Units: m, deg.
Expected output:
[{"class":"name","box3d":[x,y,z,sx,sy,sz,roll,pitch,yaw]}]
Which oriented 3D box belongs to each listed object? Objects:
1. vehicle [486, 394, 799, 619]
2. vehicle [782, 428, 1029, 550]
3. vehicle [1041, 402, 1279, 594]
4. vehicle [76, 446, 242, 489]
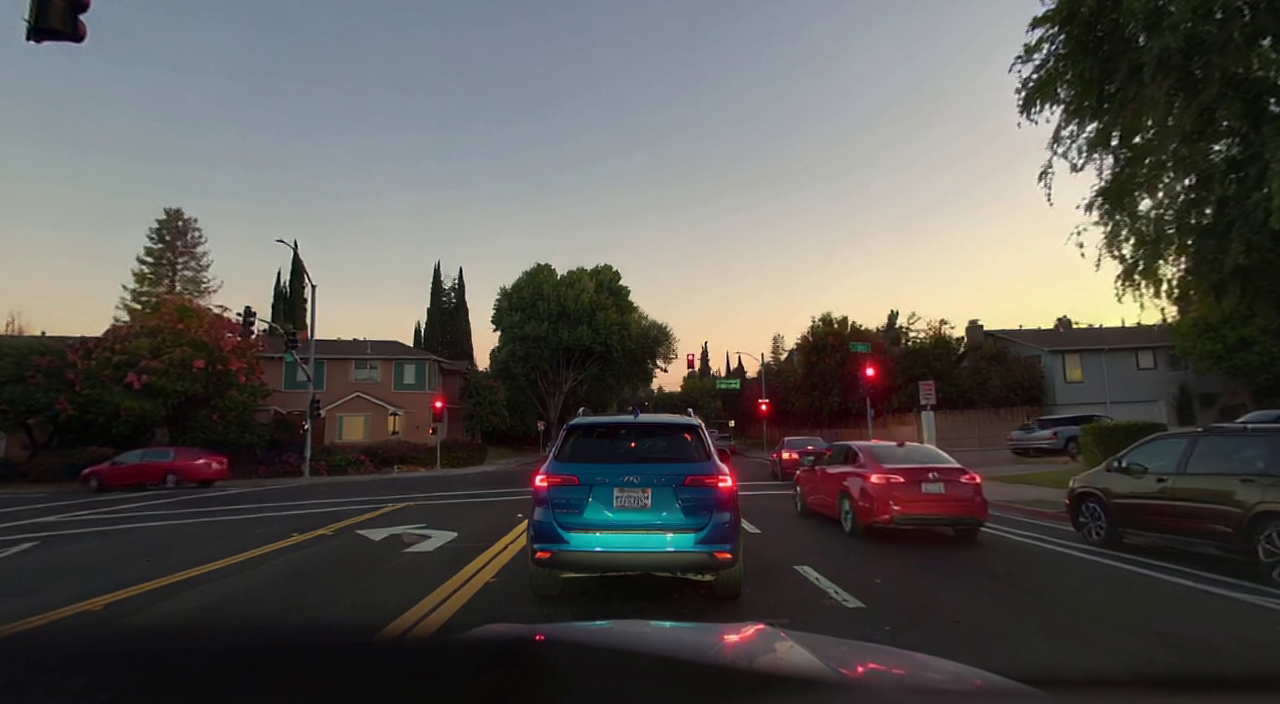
[{"class":"vehicle","box3d":[0.052,1.472,6.952,2.322,1.667,4.367,0,-8,1]},{"class":"vehicle","box3d":[3.898,2.082,10.403,2.077,1.527,4.755,0,-8,1]},{"class":"vehicle","box3d":[7.025,1.534,7.033,1.989,1.791,4.735,0,-8,1]},{"class":"vehicle","box3d":[-18.271,4.375,24.260,4.723,1.486,1.800,4,-9,-25]}]
